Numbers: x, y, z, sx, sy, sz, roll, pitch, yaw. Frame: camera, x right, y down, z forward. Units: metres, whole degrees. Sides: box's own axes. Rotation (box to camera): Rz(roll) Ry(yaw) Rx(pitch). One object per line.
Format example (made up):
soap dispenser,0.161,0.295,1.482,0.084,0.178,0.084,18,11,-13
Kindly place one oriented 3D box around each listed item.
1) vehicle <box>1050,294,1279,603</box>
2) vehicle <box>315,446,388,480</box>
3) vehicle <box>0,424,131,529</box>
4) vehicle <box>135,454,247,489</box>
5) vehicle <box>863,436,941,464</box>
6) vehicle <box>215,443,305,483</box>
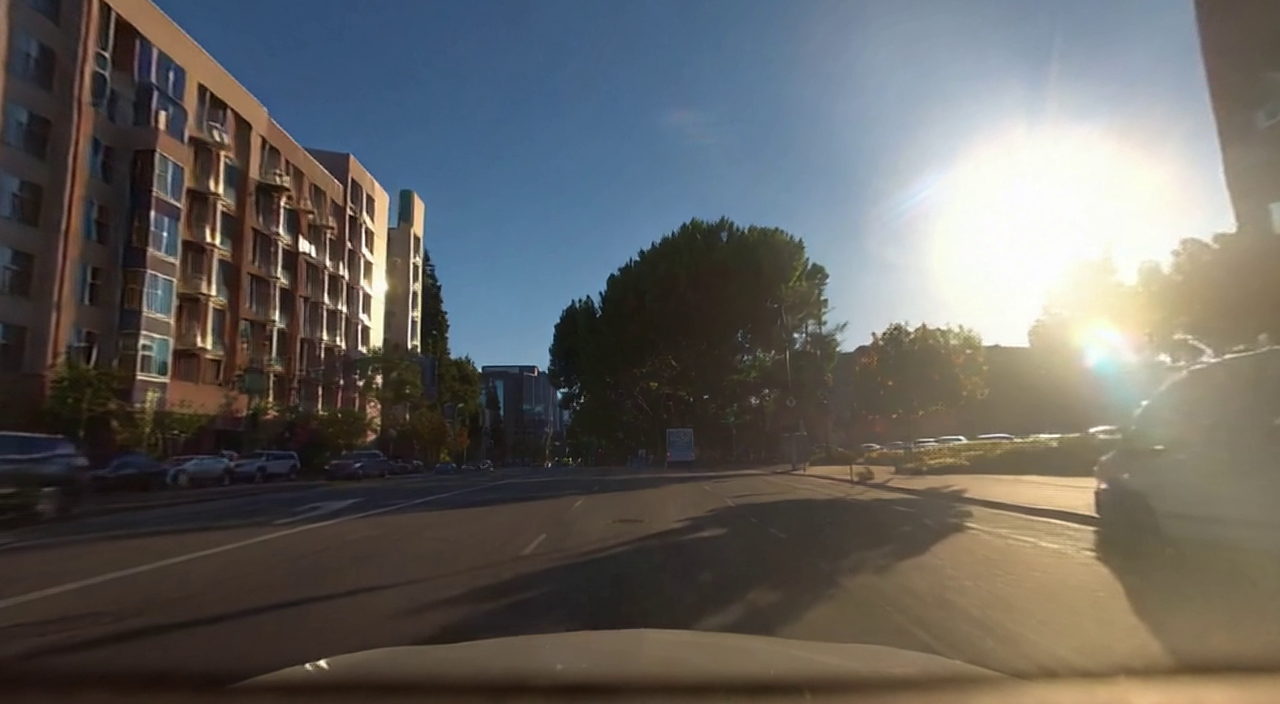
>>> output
vehicle,6.966,0.798,5.228,2.391,2.750,6.853,0,-8,-1
vehicle,-15.741,6.054,34.664,1.945,1.737,4.358,0,-8,0
vehicle,-12.226,2.185,11.104,2.419,1.787,4.859,0,-8,0
vehicle,-22.640,6.003,32.112,1.838,1.526,5.104,-1,-8,2
vehicle,17.538,6.594,42.438,4.329,1.502,2.122,-3,-4,6
vehicle,-22.479,6.626,37.605,2.073,2.101,5.177,-4,-10,1
